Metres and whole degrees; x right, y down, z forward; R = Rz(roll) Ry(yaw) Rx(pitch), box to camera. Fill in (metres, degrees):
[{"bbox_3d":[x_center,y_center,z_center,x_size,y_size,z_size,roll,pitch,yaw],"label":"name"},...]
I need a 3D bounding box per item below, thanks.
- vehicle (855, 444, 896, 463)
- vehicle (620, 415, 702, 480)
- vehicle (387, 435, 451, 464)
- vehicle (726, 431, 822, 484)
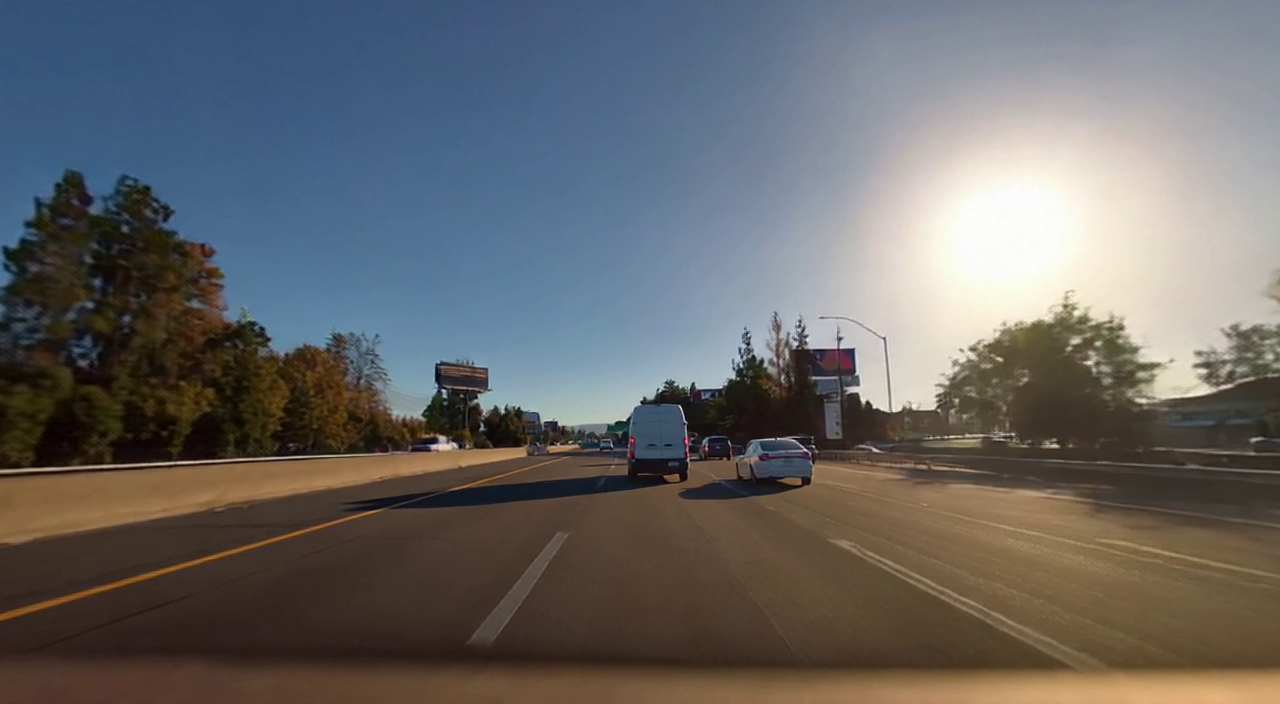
[{"bbox_3d":[17.541,7.558,46.942,1.670,1.402,3.595,0,-8,-1],"label":"vehicle"},{"bbox_3d":[0.589,3.476,23.067,2.546,2.087,5.404,0,-8,-3],"label":"vehicle"},{"bbox_3d":[-13.231,5.865,37.910,2.055,1.604,4.852,0,-8,0],"label":"vehicle"},{"bbox_3d":[4.125,3.311,20.063,2.099,1.510,3.784,0,-8,-2],"label":"vehicle"}]
